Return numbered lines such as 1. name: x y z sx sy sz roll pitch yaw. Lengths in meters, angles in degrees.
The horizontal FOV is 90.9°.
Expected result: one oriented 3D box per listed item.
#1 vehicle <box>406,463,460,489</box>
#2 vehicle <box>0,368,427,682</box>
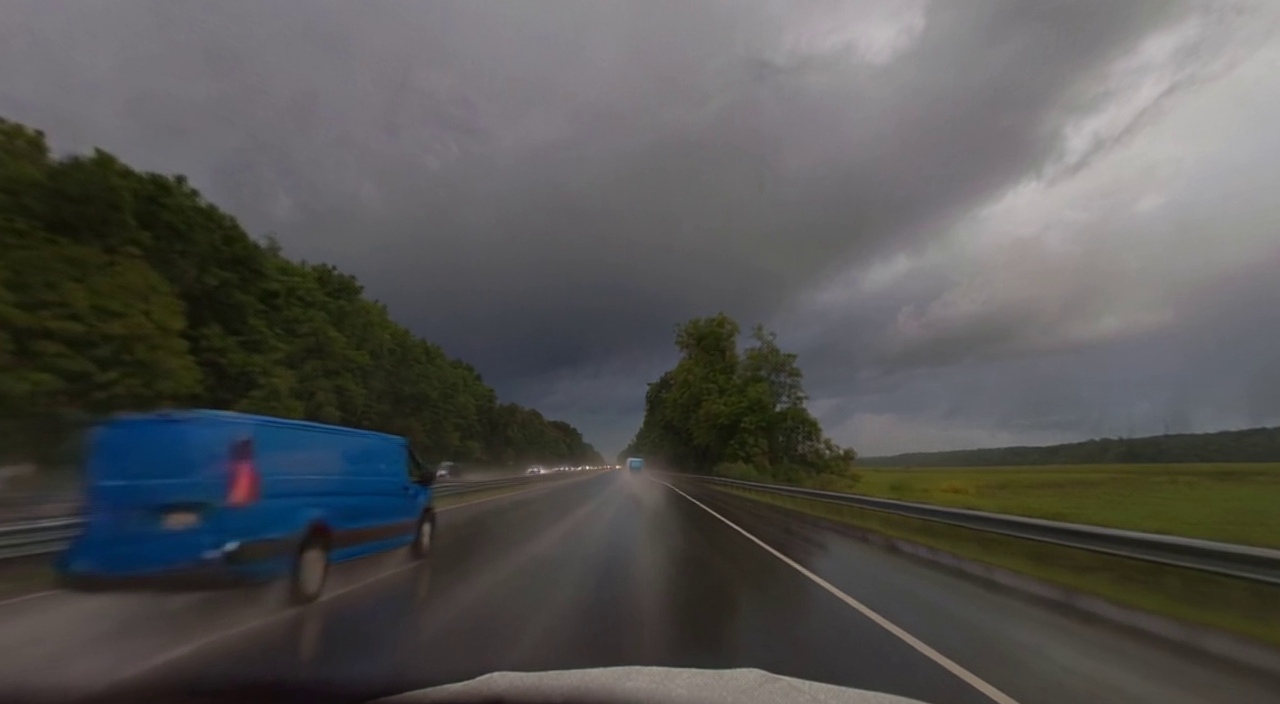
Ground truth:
1. vehicle: -12.850 7.723 39.386 2.001 1.509 4.071 1 -11 0
2. vehicle: -3.946 1.425 6.099 2.100 1.824 4.634 1 -11 0
